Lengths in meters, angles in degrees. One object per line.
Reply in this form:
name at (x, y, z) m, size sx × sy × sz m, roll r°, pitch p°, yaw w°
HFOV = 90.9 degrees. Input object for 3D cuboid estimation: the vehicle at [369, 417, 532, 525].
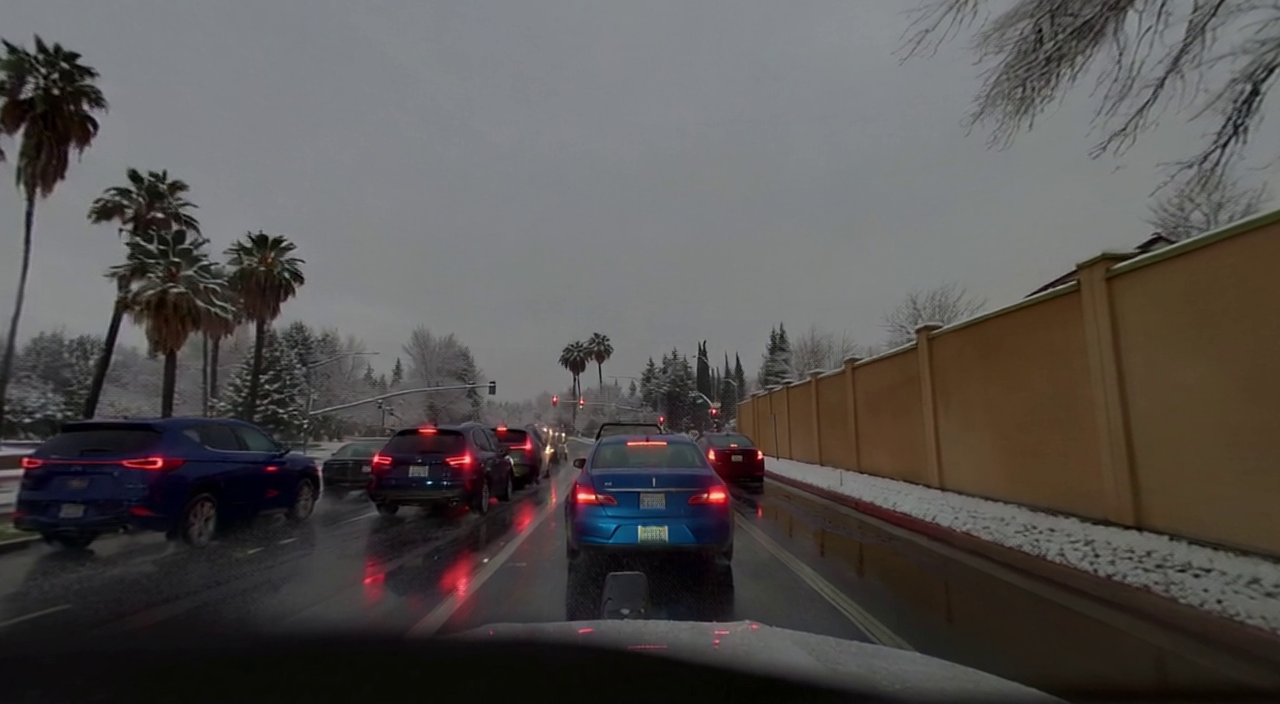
vehicle at (-3.450, 2.250, 12.443) m, size 2.007 × 1.746 × 4.136 m, roll 0°, pitch -8°, yaw -2°

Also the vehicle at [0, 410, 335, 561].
vehicle at (-6.691, 1.873, 9.584) m, size 1.963 × 1.721 × 4.467 m, roll 0°, pitch -8°, yaw -2°

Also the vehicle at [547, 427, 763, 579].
vehicle at (0.070, 1.803, 8.415) m, size 2.128 × 1.473 × 4.272 m, roll 0°, pitch -8°, yaw -2°
